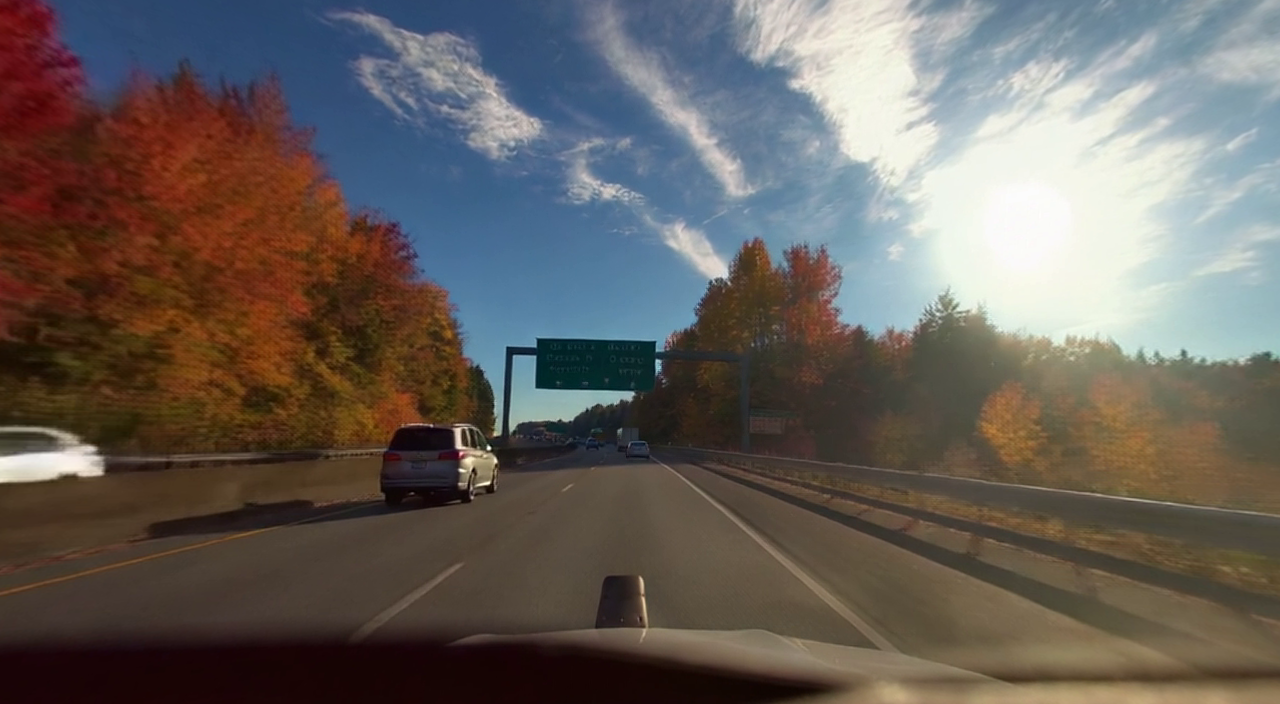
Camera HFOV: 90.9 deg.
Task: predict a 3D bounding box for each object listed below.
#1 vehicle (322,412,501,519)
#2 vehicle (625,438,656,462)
[{"bbox_3d":[-4.204,2.157,12.440,1.924,1.720,4.195,0,-8,0],"label":"vehicle"},{"bbox_3d":[0.025,6.391,41.271,1.939,1.497,3.863,0,-8,0],"label":"vehicle"}]
